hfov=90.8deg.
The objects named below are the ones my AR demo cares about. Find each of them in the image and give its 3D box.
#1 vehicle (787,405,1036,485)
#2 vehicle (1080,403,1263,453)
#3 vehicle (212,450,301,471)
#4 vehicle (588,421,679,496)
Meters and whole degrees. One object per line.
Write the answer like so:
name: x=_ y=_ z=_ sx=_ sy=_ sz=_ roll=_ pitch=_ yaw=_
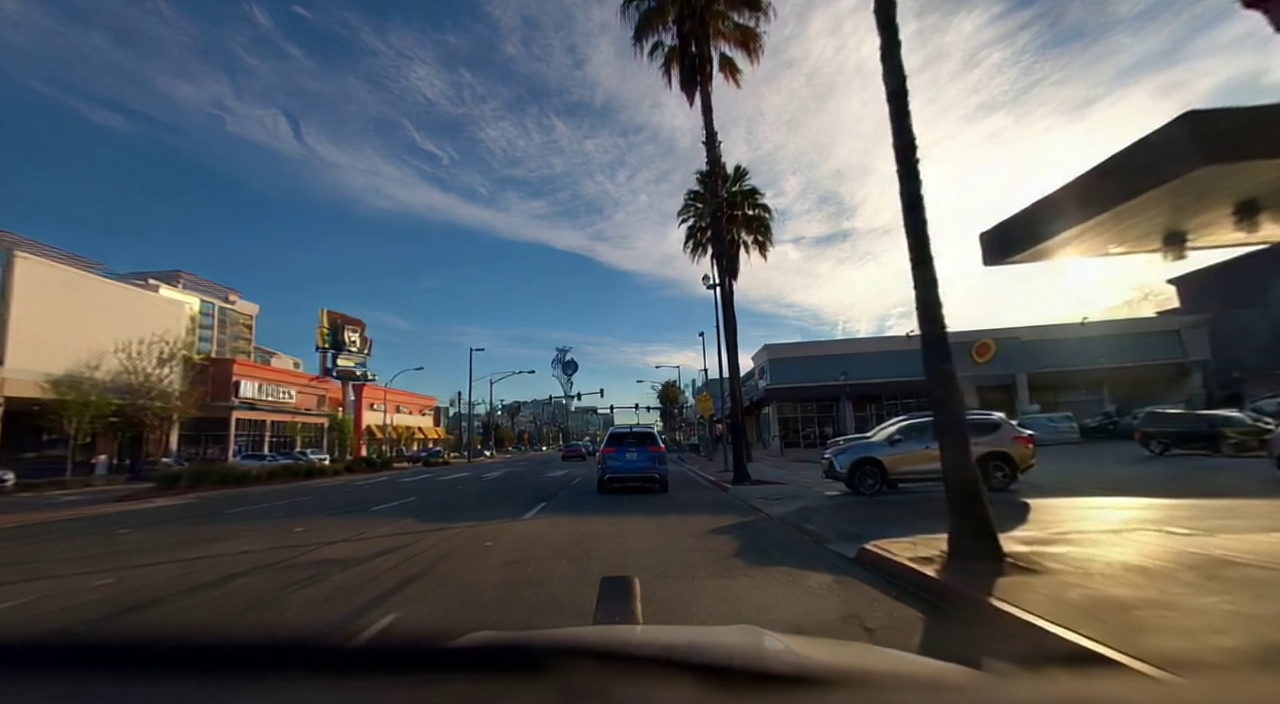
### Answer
vehicle: x=6.192 y=2.197 z=14.967 sx=4.828 sy=1.733 sz=2.231 roll=0 pitch=-9 yaw=-1
vehicle: x=19.918 y=2.977 z=24.136 sx=2.080 sy=1.702 sz=5.430 roll=0 pitch=-9 yaw=-3
vehicle: x=-27.104 y=7.666 z=44.868 sx=5.154 sy=1.343 sz=1.943 roll=4 pitch=-9 yaw=-23
vehicle: x=-0.198 y=2.892 z=17.458 sx=2.234 sy=1.818 sz=3.869 roll=0 pitch=-9 yaw=-1
